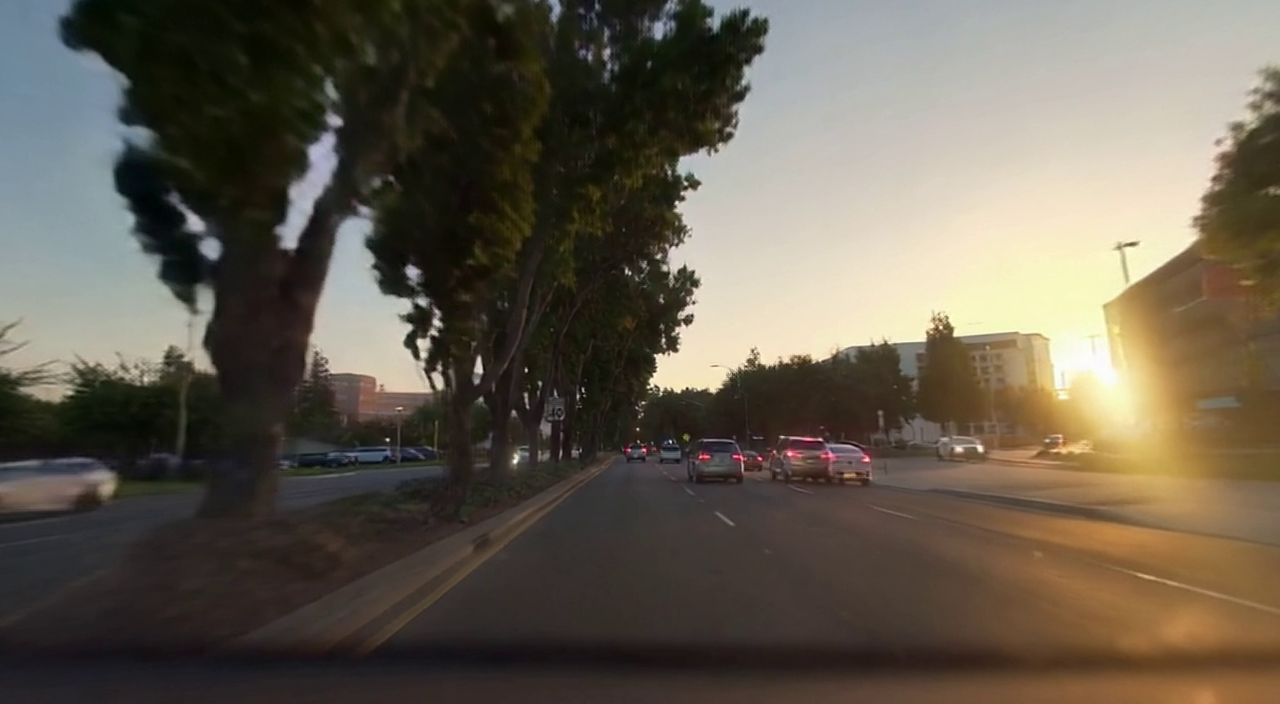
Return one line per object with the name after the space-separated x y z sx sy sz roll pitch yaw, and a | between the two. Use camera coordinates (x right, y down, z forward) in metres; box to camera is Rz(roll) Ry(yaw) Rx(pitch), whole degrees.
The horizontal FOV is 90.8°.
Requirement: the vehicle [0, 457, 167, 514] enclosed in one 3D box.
-18.280 4.226 20.526 2.129 1.531 4.696 0 -9 1 | vehicle

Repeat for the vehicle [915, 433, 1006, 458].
20.442 6.000 40.401 4.608 1.533 2.193 0 -9 -1 | vehicle

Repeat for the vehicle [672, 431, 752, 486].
2.501 3.880 23.194 2.227 1.794 4.457 1 -9 -3 | vehicle

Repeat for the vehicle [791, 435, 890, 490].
6.839 3.804 22.114 2.025 1.719 4.161 0 -9 -1 | vehicle

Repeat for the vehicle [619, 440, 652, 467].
-0.281 6.793 42.414 2.132 1.693 3.819 0 -9 0 | vehicle
